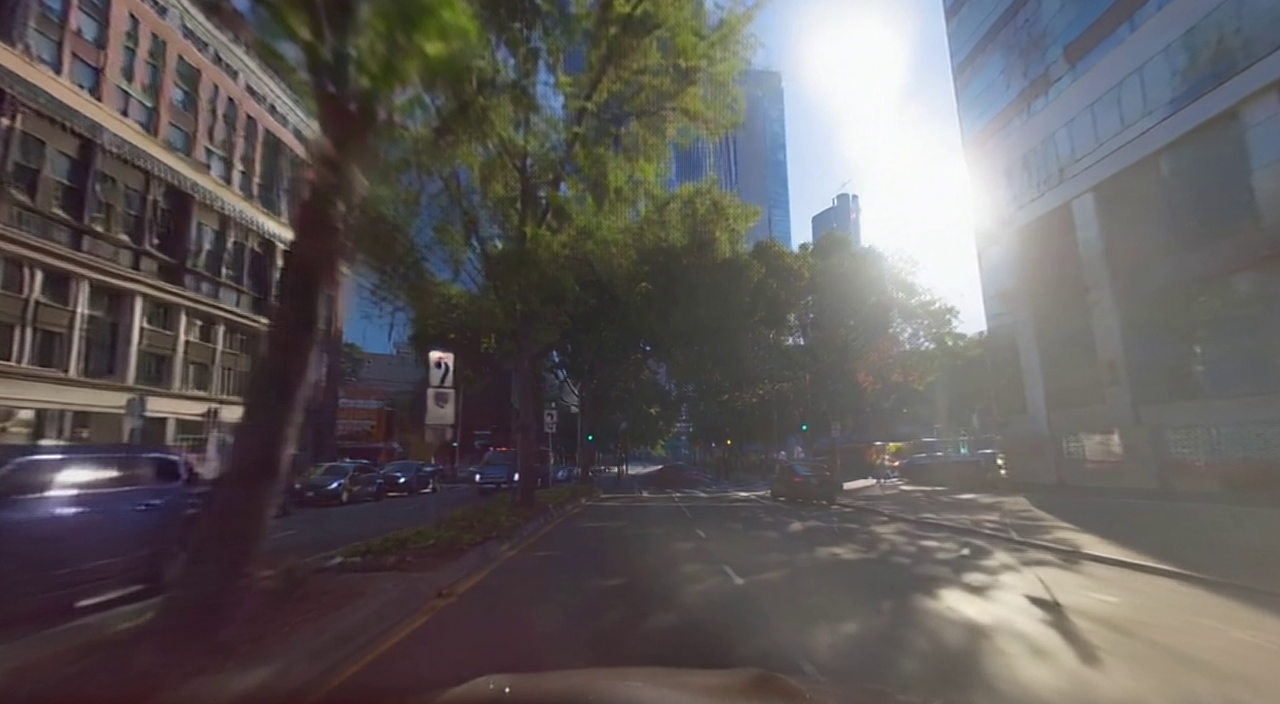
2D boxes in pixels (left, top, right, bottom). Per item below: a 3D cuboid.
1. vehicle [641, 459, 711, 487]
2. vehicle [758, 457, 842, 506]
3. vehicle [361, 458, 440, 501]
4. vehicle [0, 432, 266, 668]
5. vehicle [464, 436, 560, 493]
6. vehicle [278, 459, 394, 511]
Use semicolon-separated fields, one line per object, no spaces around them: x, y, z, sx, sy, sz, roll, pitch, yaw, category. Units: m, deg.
2.603;8.828;46.053;4.742;1.906;1.933;2;-9;-9;vehicle
5.810;4.753;23.588;1.888;1.536;4.381;0;-8;-2;vehicle
-10.982;5.853;29.309;1.908;1.721;4.285;0;-8;1;vehicle
-5.125;1.409;4.905;1.914;1.530;3.980;0;-8;1;vehicle
-7.195;6.404;36.506;2.591;2.910;6.652;-2;-9;16;vehicle
-11.060;4.845;23.428;1.968;1.608;4.609;0;-8;1;vehicle
